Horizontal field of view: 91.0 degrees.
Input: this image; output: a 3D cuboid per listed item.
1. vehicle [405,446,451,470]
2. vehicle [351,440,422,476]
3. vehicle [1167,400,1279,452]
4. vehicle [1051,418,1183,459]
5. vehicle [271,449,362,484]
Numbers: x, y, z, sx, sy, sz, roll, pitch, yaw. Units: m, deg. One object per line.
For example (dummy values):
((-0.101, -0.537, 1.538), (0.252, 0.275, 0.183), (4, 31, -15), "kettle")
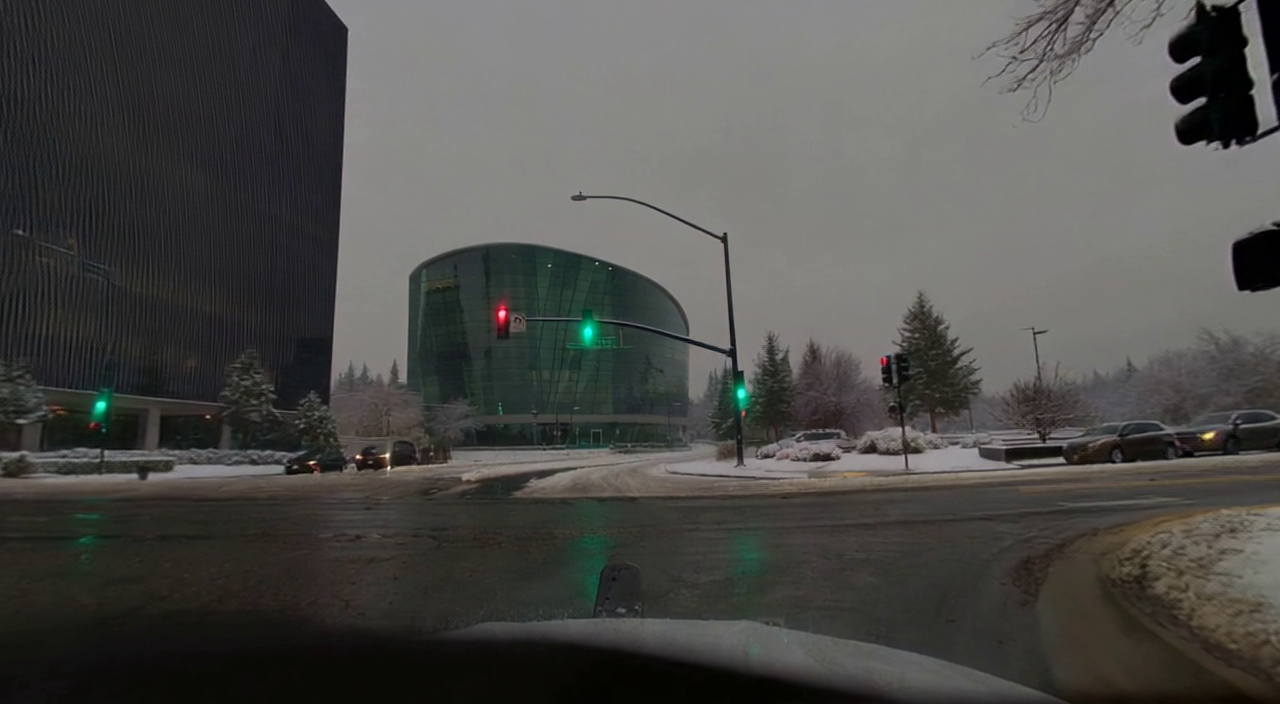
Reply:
((-15.141, 7.612, 45.263), (1.932, 1.605, 4.146), (1, -9, -1), "vehicle")
((-14.886, 6.256, 37.372), (2.091, 1.915, 5.040), (0, -9, 0), "vehicle")
((24.403, 3.019, 25.178), (2.109, 1.836, 5.080), (-2, -10, 0), "vehicle")
((19.064, 3.523, 25.485), (1.834, 1.480, 4.458), (0, -9, -1), "vehicle")
((-14.828, 5.243, 29.202), (1.790, 1.437, 4.349), (0, -9, 2), "vehicle")
